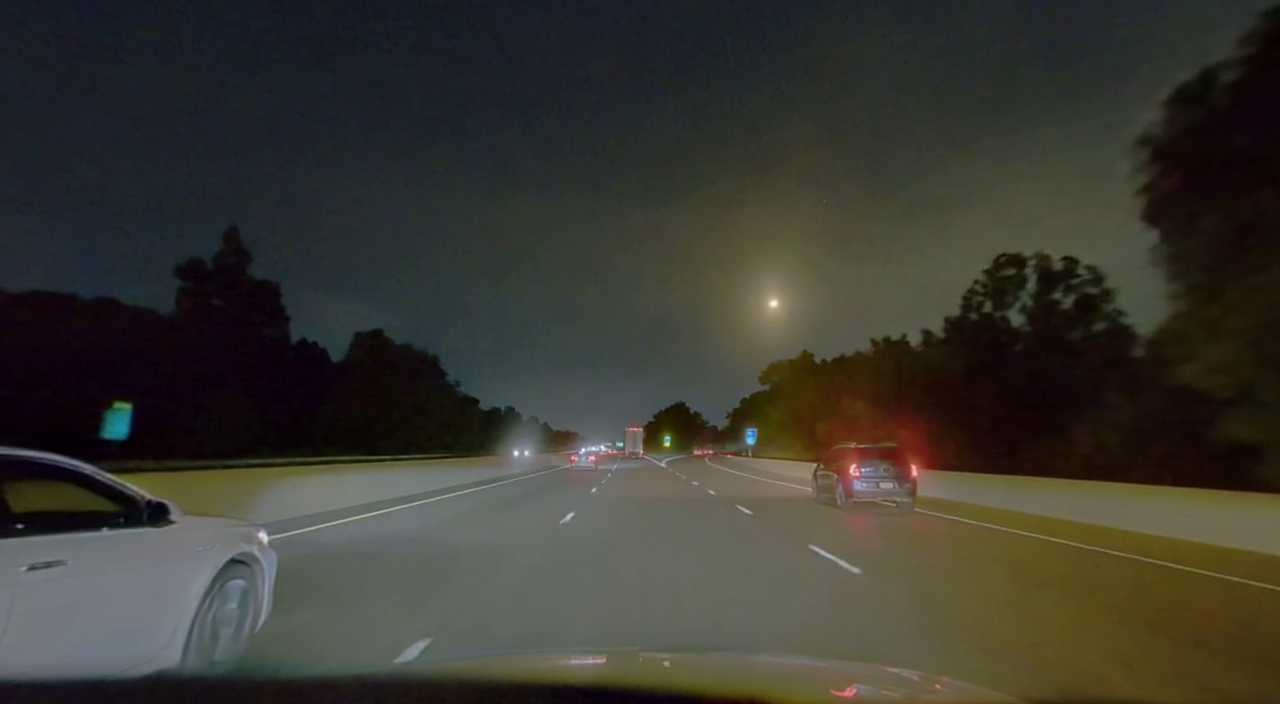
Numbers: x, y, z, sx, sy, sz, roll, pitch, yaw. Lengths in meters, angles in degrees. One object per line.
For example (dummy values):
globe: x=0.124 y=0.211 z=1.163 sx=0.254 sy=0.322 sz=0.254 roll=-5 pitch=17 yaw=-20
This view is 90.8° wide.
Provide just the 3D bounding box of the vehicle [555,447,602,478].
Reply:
vehicle: x=-3.242 y=5.962 z=34.309 sx=2.184 sy=1.574 sz=5.004 roll=0 pitch=-9 yaw=-1
